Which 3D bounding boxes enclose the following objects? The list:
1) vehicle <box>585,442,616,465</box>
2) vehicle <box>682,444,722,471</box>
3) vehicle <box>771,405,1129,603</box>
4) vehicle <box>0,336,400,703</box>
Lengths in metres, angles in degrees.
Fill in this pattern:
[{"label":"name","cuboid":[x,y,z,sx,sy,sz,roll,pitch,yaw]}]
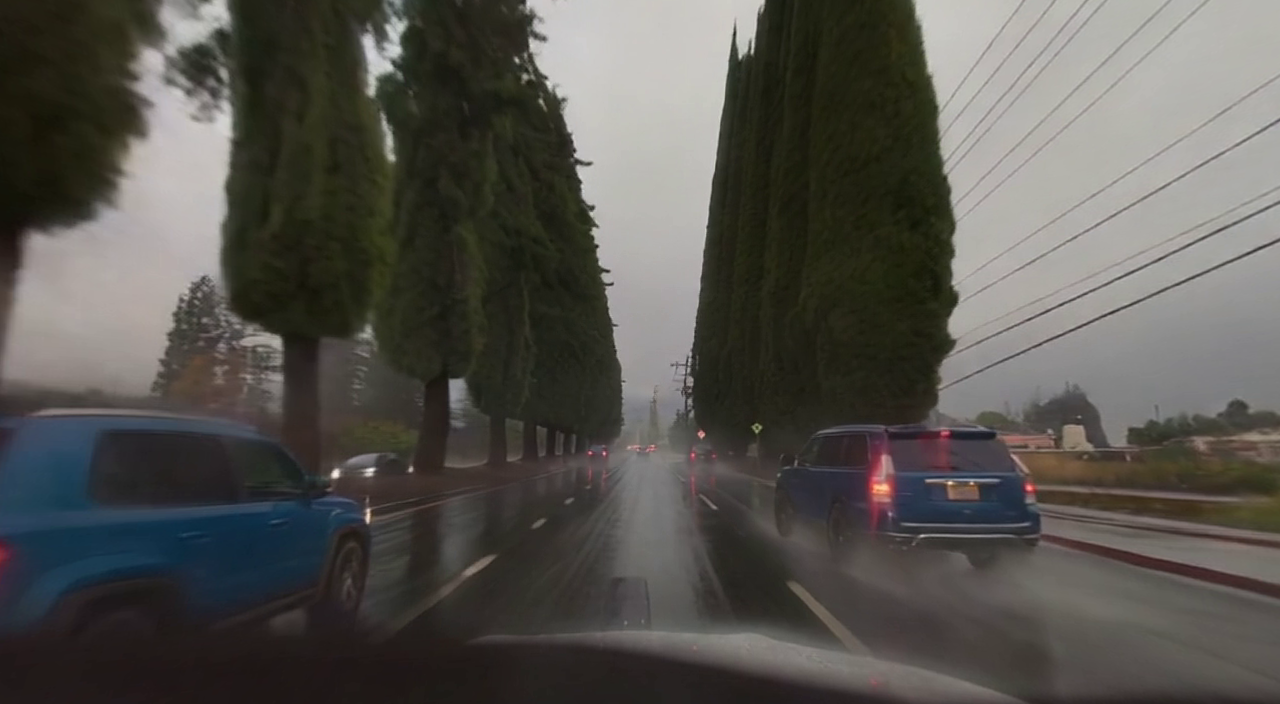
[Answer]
[{"label":"vehicle","cuboid":[-3.091,8.007,49.763,2.066,1.725,4.241,0,-8,1]},{"label":"vehicle","cuboid":[3.631,6.294,37.807,1.906,1.468,4.422,0,-9,0]},{"label":"vehicle","cuboid":[3.223,1.682,7.902,2.182,1.744,4.464,0,-9,0]},{"label":"vehicle","cuboid":[-3.604,1.093,4.251,2.104,1.785,4.494,0,-9,1]}]
